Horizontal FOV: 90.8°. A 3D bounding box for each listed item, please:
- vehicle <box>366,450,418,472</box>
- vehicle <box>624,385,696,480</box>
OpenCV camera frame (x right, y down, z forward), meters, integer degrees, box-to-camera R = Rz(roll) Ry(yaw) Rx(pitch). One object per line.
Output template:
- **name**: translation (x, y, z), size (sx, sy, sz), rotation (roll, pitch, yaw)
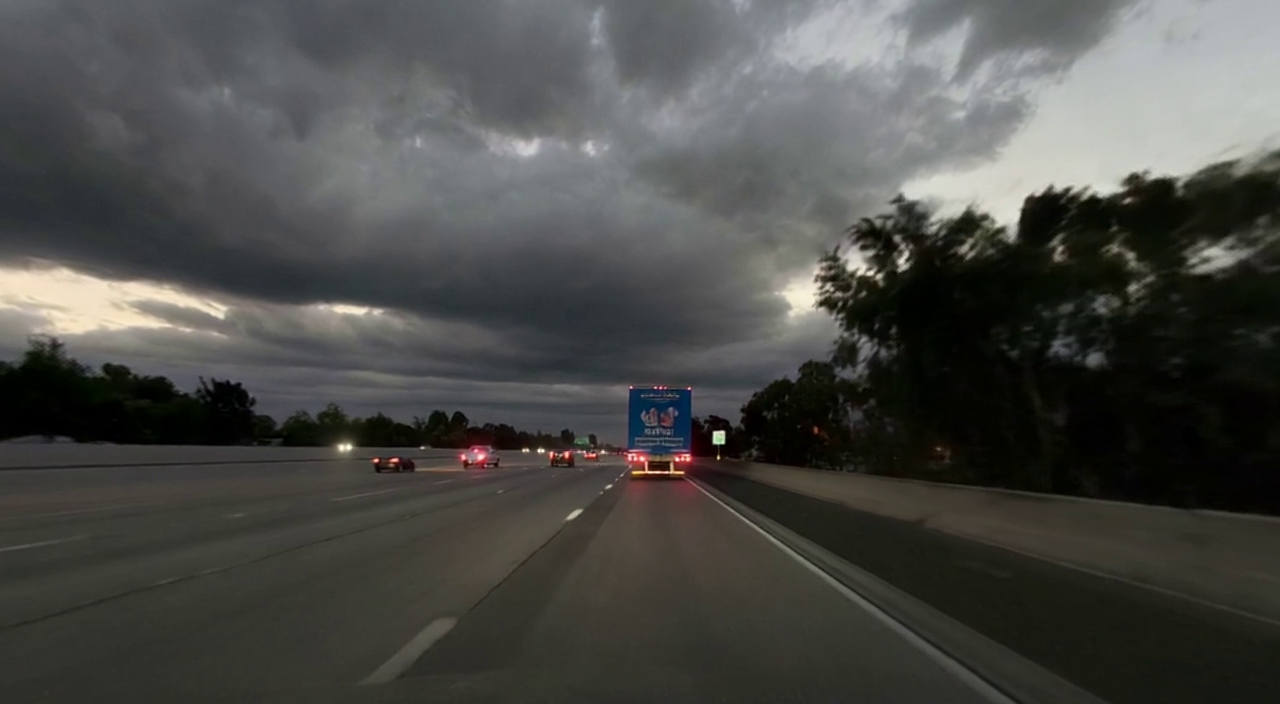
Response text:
- **vehicle**: translation (-17.567, 7.740, 44.989), size (1.901, 1.485, 4.279), rotation (0, -9, 1)
- **vehicle**: translation (0.827, 4.713, 35.409), size (3.140, 4.100, 15.551), rotation (1, -9, 0)
